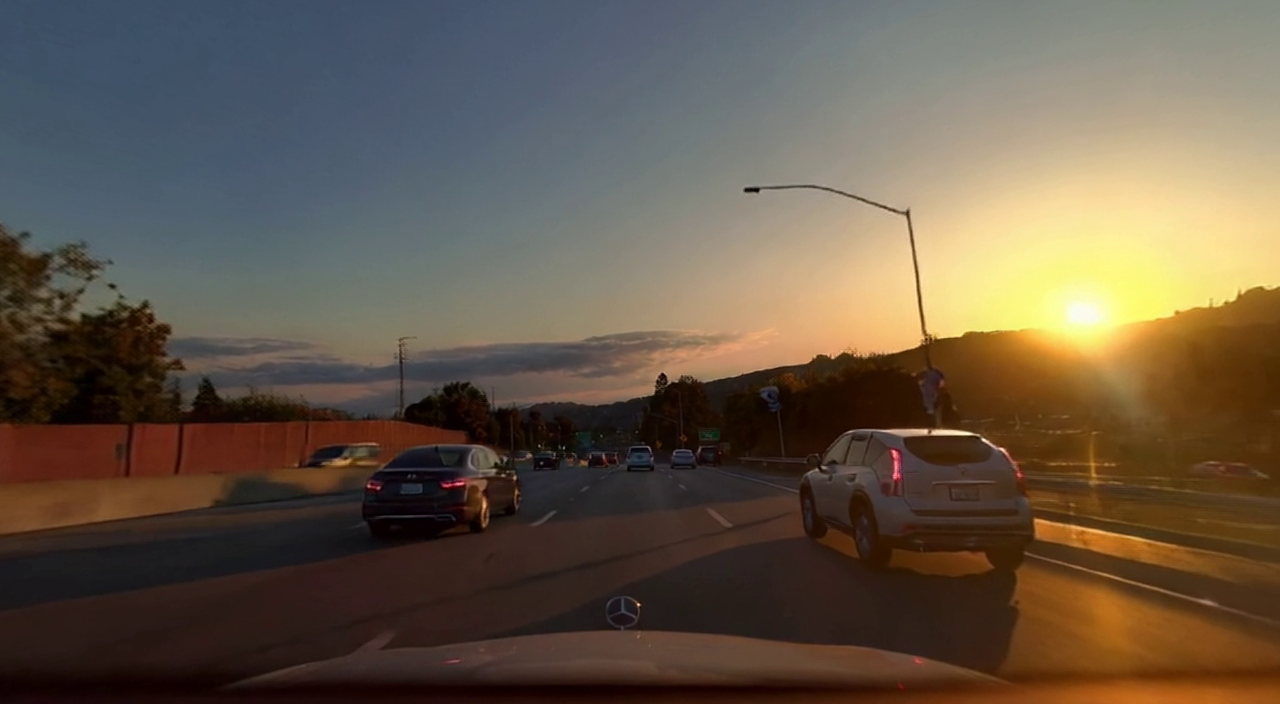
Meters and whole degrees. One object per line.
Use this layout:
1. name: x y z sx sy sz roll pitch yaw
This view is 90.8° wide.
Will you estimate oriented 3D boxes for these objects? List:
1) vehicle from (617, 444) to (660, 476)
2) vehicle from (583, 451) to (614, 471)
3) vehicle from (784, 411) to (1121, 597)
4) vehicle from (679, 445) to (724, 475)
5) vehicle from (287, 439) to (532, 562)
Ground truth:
1. vehicle: -0.088 6.385 37.598 2.408 1.748 4.217 0 -8 0
2. vehicle: -3.161 8.415 48.887 1.968 1.473 4.209 0 -8 2
3. vehicle: 3.441 1.750 8.226 2.029 1.716 4.545 0 -8 0
4. vehicle: 3.724 6.607 38.881 2.320 1.735 4.408 0 -8 0
5. vehicle: -3.301 2.212 10.352 2.130 1.514 4.766 0 -8 1
